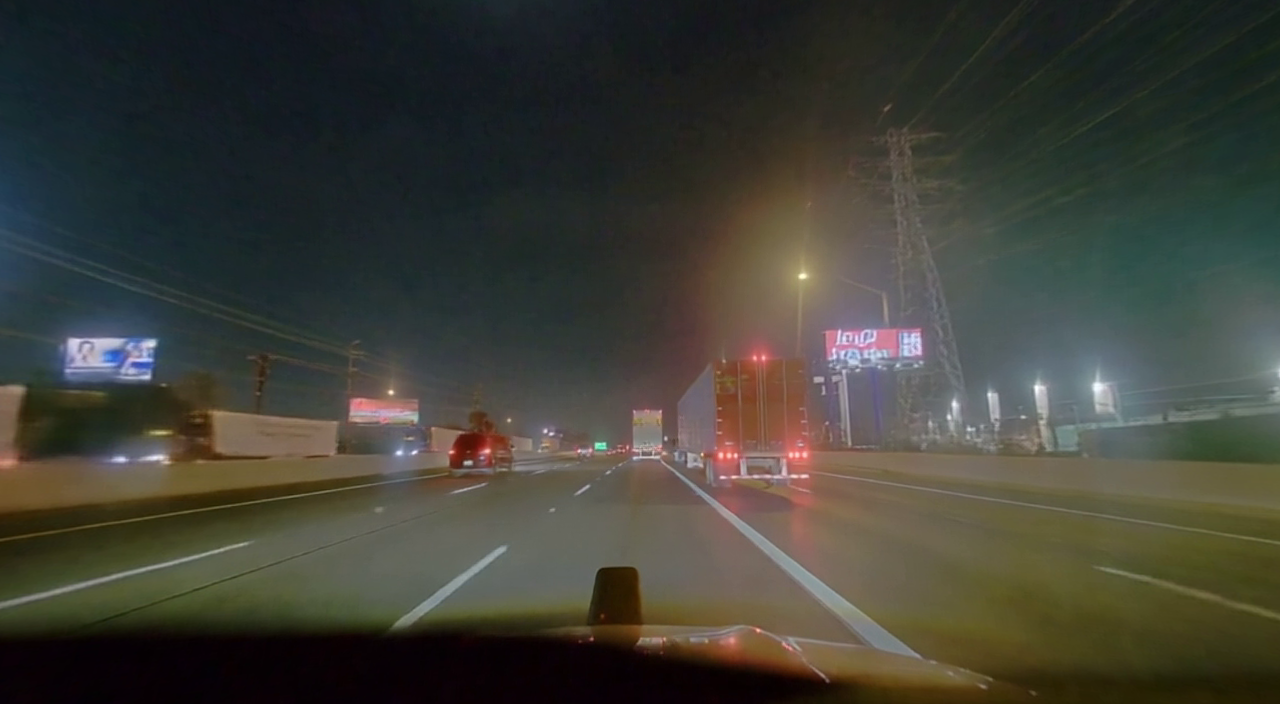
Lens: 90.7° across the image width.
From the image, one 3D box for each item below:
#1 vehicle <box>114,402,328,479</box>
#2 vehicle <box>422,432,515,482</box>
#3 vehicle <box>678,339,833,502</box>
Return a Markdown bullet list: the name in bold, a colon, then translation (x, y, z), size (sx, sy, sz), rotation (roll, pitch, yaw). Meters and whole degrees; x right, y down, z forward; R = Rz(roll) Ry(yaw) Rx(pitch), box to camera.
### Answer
- **vehicle**: translation (-28.312, 6.386, 45.083), size (2.823, 4.374, 17.794), rotation (-1, -9, 1)
- **vehicle**: translation (-7.356, 4.598, 27.961), size (2.425, 1.917, 5.647), rotation (0, -9, 1)
- **vehicle**: translation (3.433, 2.954, 24.431), size (2.892, 4.152, 16.575), rotation (0, -9, 0)
